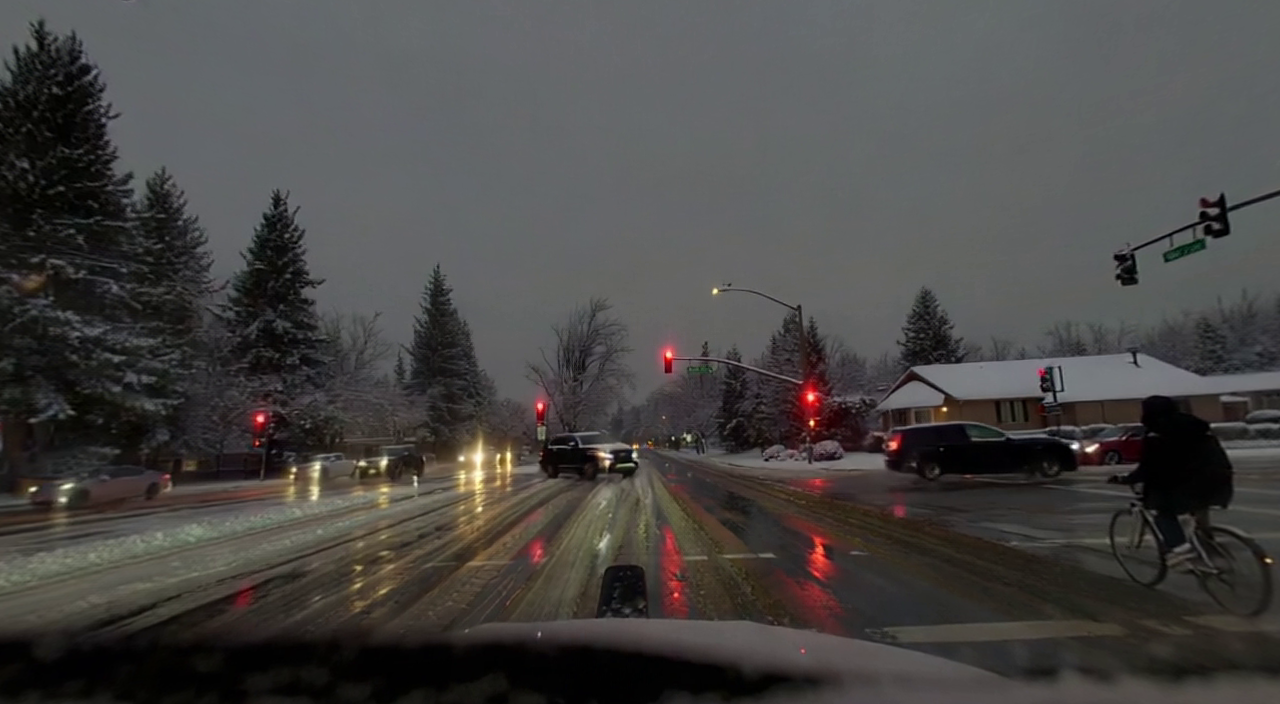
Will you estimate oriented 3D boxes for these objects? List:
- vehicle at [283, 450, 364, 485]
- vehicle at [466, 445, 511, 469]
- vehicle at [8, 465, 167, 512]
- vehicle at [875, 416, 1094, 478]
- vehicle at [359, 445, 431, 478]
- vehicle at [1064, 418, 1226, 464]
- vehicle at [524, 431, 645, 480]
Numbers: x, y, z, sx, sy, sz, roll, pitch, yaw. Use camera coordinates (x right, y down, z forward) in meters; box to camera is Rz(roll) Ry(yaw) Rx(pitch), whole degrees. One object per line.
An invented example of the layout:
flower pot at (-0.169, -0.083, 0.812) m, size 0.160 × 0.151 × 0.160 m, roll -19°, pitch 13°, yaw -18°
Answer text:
vehicle at (-17.331, 6.308, 34.768) m, size 2.006 × 1.735 × 4.591 m, roll 0°, pitch -9°, yaw 1°
vehicle at (-10.038, 6.993, 42.069) m, size 2.017 × 1.496 × 4.749 m, roll 0°, pitch -9°, yaw -3°
vehicle at (-20.899, 5.145, 24.178) m, size 1.860 × 1.473 × 4.655 m, roll 0°, pitch -9°, yaw 1°
vehicle at (9.924, 2.828, 18.670) m, size 5.217 × 1.673 × 2.006 m, roll -2°, pitch -9°, yaw 11°
vehicle at (-14.062, 6.312, 36.561) m, size 2.093 × 1.769 × 4.971 m, roll 0°, pitch -9°, yaw 1°
vehicle at (17.326, 3.091, 21.788) m, size 3.969 × 1.493 × 1.823 m, roll 0°, pitch -9°, yaw 1°
vehicle at (-2.353, 4.141, 25.389) m, size 2.191 × 1.731 × 5.188 m, roll 7°, pitch -11°, yaw -41°
